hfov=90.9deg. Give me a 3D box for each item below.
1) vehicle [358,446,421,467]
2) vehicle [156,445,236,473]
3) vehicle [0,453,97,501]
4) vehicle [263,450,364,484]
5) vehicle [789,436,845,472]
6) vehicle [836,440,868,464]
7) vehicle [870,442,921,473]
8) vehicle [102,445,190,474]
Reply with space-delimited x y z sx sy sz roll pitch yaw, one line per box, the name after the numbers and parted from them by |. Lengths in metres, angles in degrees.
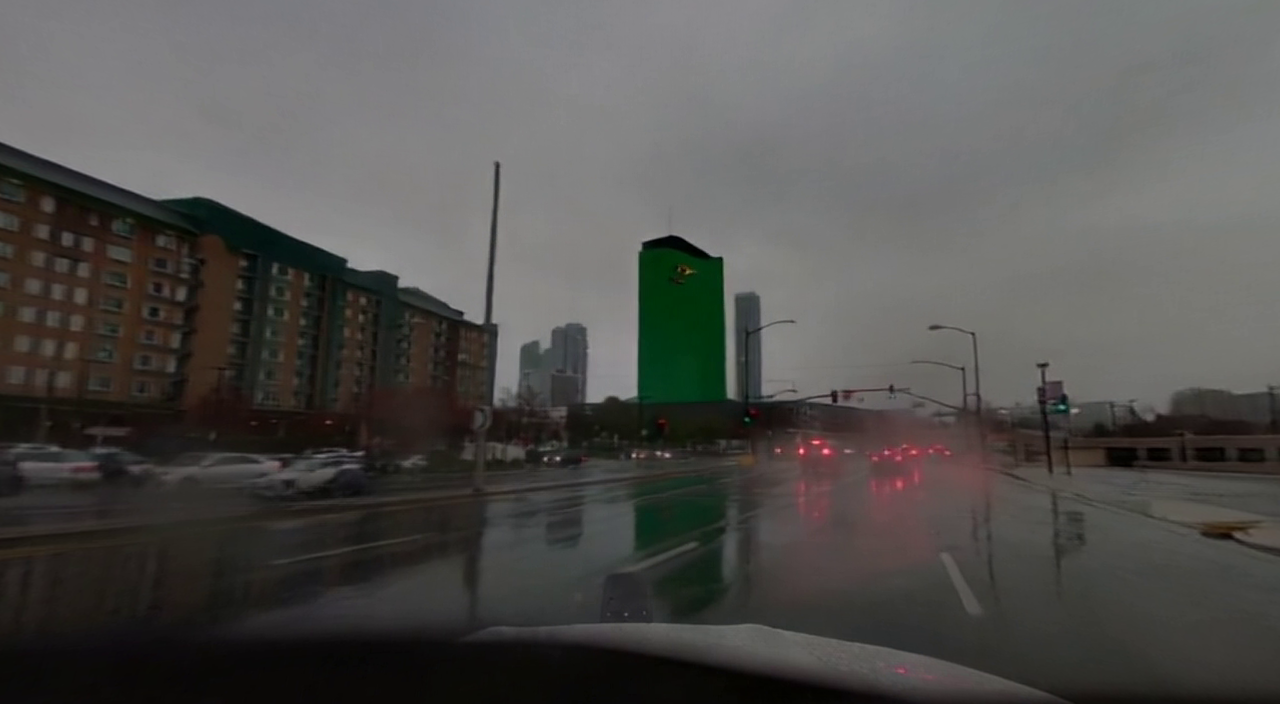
-19.123 7.936 48.106 4.431 1.510 1.947 -4 -9 28 | vehicle
-25.422 6.081 36.068 3.990 1.502 2.113 -5 -10 29 | vehicle
-22.540 4.434 22.517 1.884 1.575 4.215 -4 -9 23 | vehicle
-17.558 6.168 34.165 1.875 1.600 4.604 -4 -9 23 | vehicle
9.086 5.171 32.166 2.031 1.692 4.284 -4 -9 24 | vehicle
15.850 7.405 47.011 1.857 1.697 4.011 -4 -9 23 | vehicle
12.897 5.242 31.625 2.041 1.444 4.710 -4 -9 24 | vehicle
-26.535 5.722 33.811 4.108 1.494 2.133 -5 -9 28 | vehicle
